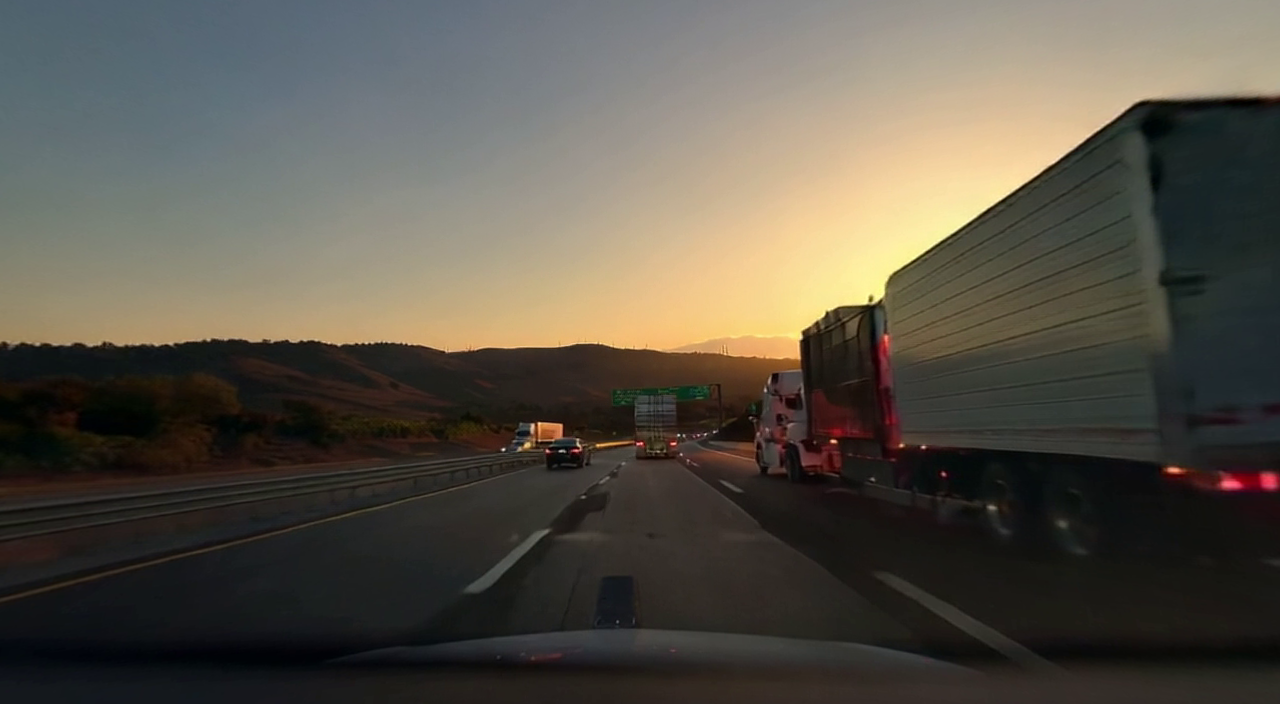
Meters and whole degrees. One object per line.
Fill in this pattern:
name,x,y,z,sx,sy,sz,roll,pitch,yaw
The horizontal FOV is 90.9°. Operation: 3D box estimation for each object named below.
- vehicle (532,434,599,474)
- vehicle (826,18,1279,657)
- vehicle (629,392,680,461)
vehicle,-3.129,4.409,27.631,2.208,1.542,5.138,0,-8,1
vehicle,5.046,0.330,7.989,2.873,3.998,8.286,0,-8,1
vehicle,1.025,5.307,44.134,2.966,4.072,13.408,-1,-8,1
